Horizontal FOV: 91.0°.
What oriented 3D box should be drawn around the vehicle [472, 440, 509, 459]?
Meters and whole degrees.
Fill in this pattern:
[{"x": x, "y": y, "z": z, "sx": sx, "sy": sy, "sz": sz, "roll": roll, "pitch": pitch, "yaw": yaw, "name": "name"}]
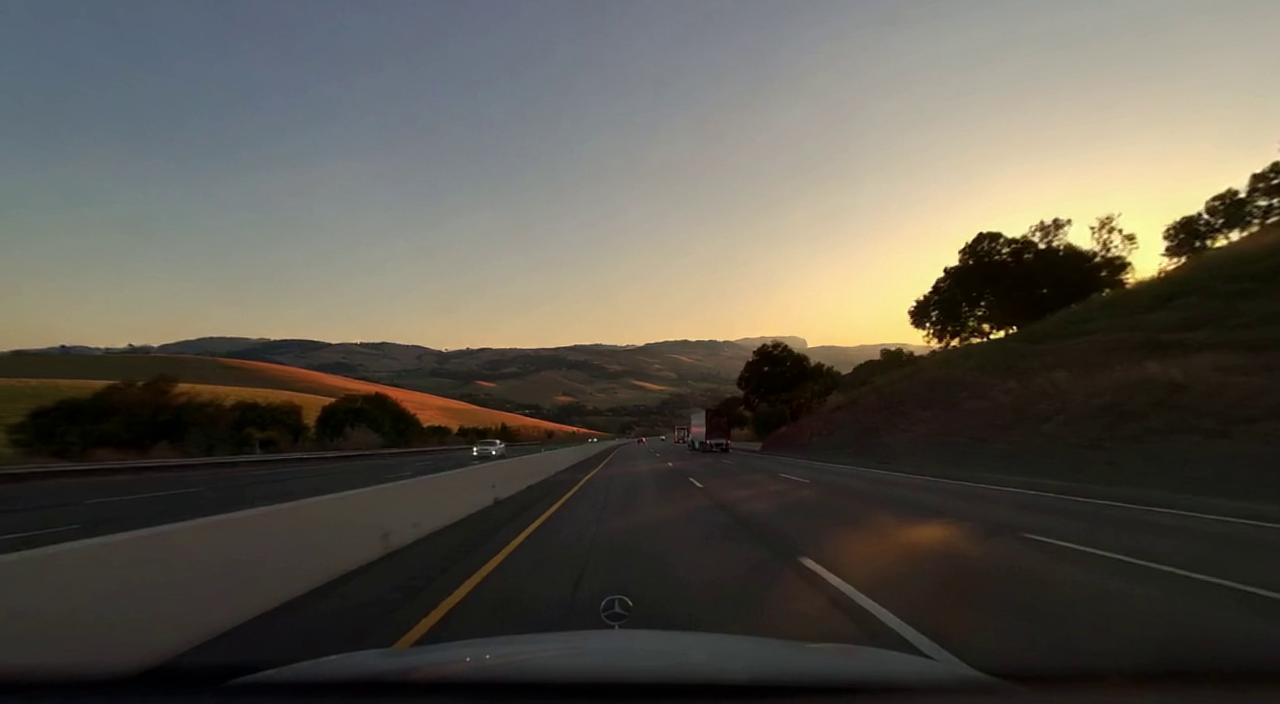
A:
[{"x": -11.769, "y": 7.686, "z": 49.781, "sx": 1.939, "sy": 1.470, "sz": 3.994, "roll": -1, "pitch": -8, "yaw": 0, "name": "vehicle"}]
